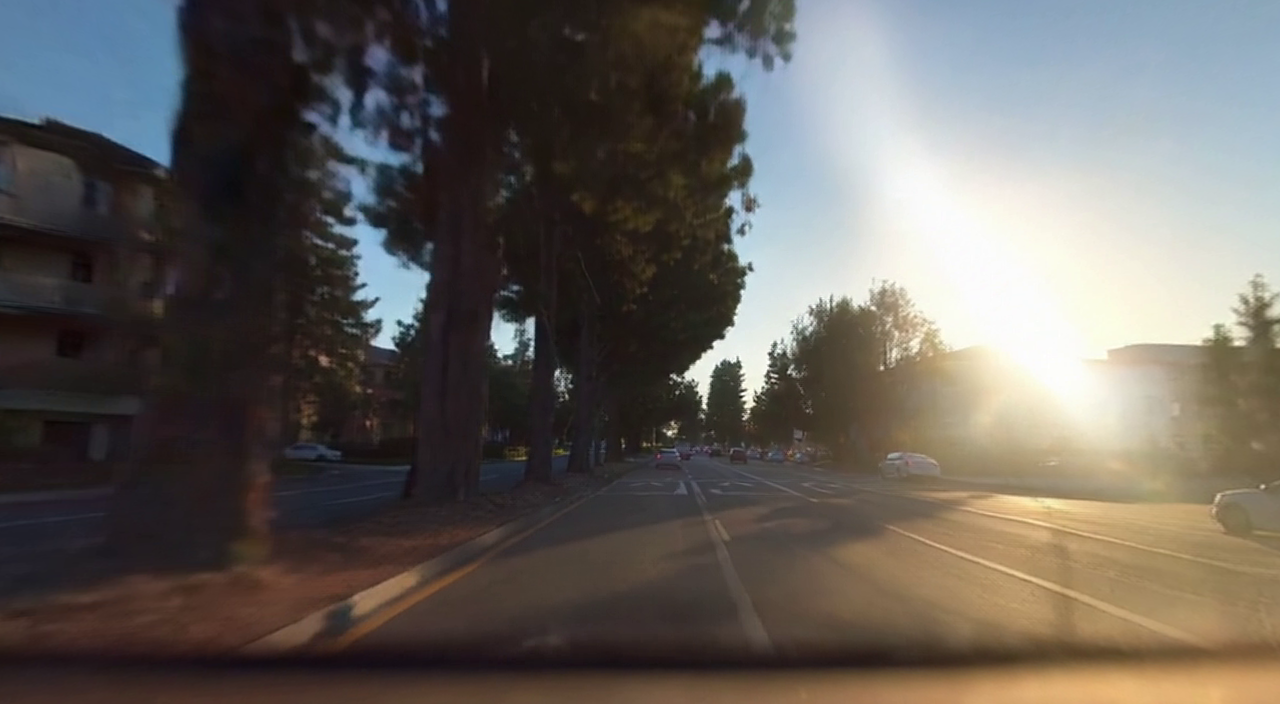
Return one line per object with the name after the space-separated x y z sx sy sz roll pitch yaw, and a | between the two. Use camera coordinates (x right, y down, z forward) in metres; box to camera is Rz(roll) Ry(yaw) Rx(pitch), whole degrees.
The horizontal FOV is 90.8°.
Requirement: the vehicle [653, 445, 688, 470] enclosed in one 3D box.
1.847 6.466 39.017 2.077 1.477 3.897 0 -8 2 | vehicle

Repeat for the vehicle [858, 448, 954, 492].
9.873 4.393 23.844 2.020 1.472 3.958 0 -8 2 | vehicle
